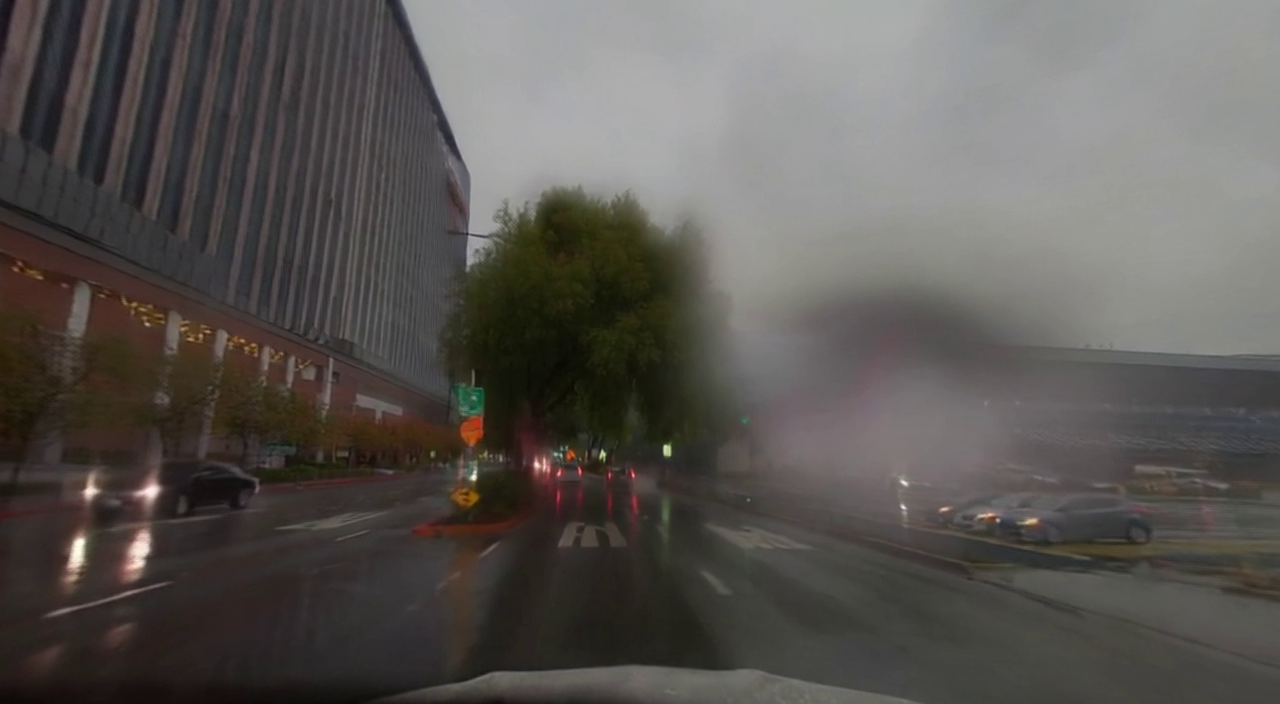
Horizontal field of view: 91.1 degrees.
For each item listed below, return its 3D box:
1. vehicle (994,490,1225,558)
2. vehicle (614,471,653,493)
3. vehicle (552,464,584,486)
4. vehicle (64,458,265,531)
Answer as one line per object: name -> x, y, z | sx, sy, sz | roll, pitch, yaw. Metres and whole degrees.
vehicle -> 11.756, 4.326, 16.001 | 4.302, 1.456, 1.832 | 0, -10, 3
vehicle -> -0.425, 7.458, 36.138 | 1.775, 1.186, 2.933 | 2, -10, -10
vehicle -> -5.377, 9.032, 46.355 | 2.005, 1.498, 3.643 | 3, -10, -11
vehicle -> -10.850, 3.261, 14.777 | 1.839, 1.456, 3.859 | 1, -10, -4
